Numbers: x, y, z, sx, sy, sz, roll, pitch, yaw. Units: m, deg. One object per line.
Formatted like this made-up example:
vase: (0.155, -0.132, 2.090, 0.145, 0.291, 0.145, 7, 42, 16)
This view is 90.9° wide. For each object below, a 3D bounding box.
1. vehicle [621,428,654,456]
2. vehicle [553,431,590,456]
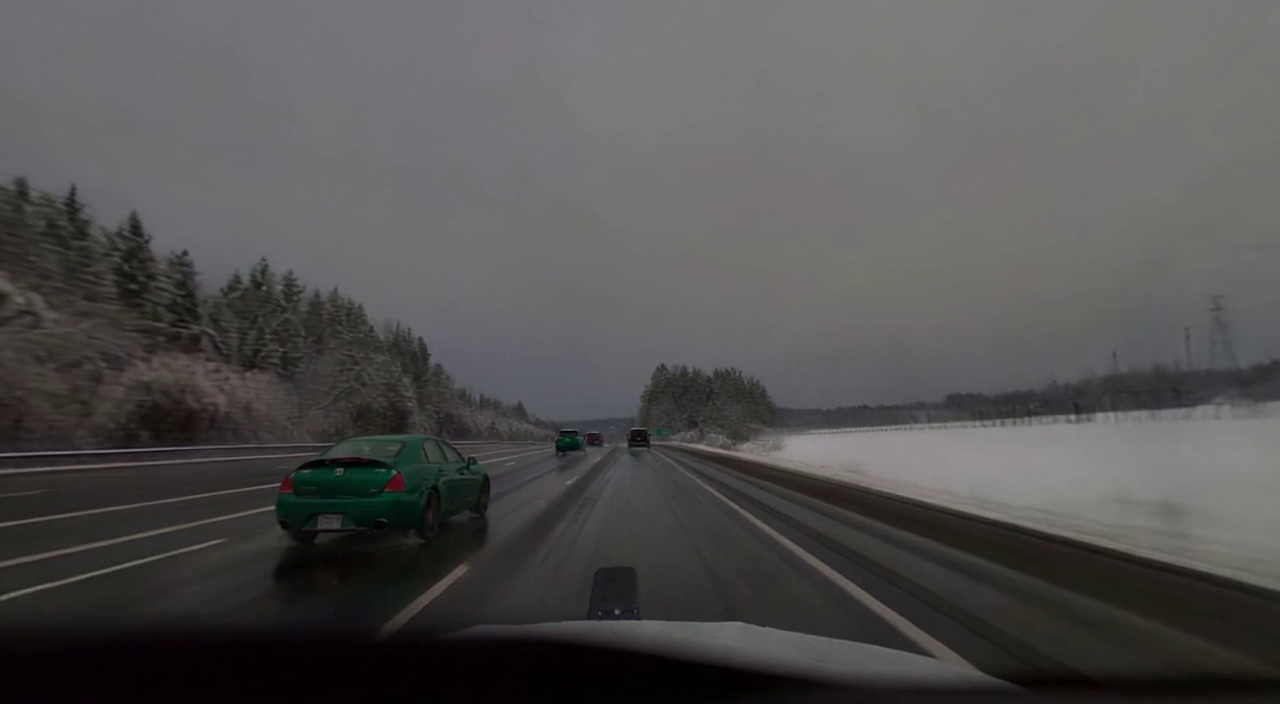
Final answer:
vehicle: (-0.217, 6.181, 43.428, 2.170, 1.790, 4.490, 0, -8, -1)
vehicle: (-4.577, 6.144, 42.536, 2.055, 1.610, 4.116, 0, -8, 0)
